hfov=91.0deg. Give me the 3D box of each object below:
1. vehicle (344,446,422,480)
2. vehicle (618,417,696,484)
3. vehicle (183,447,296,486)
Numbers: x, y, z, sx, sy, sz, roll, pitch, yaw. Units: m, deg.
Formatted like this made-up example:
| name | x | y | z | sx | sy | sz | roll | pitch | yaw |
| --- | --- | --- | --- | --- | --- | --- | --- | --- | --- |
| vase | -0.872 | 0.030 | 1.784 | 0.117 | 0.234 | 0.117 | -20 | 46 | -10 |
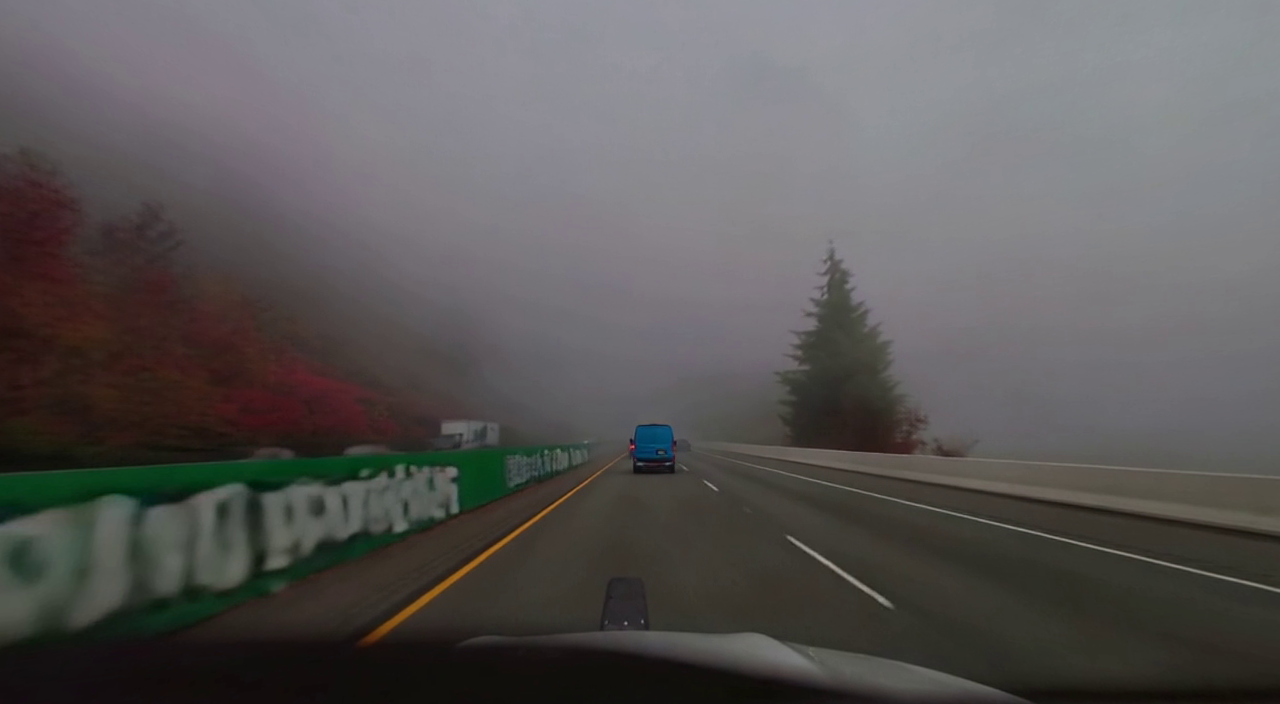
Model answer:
| name | x | y | z | sx | sy | sz | roll | pitch | yaw |
| --- | --- | --- | --- | --- | --- | --- | --- | --- | --- |
| vehicle | -12.274 | 5.283 | 30.334 | 1.855 | 1.477 | 4.307 | 0 | -8 | 1 |
| vehicle | 0.517 | 3.221 | 20.709 | 2.283 | 1.956 | 4.421 | 0 | -8 | 0 |
| vehicle | -16.514 | 4.701 | 26.200 | 1.969 | 1.485 | 4.072 | 0 | -8 | 1 |
